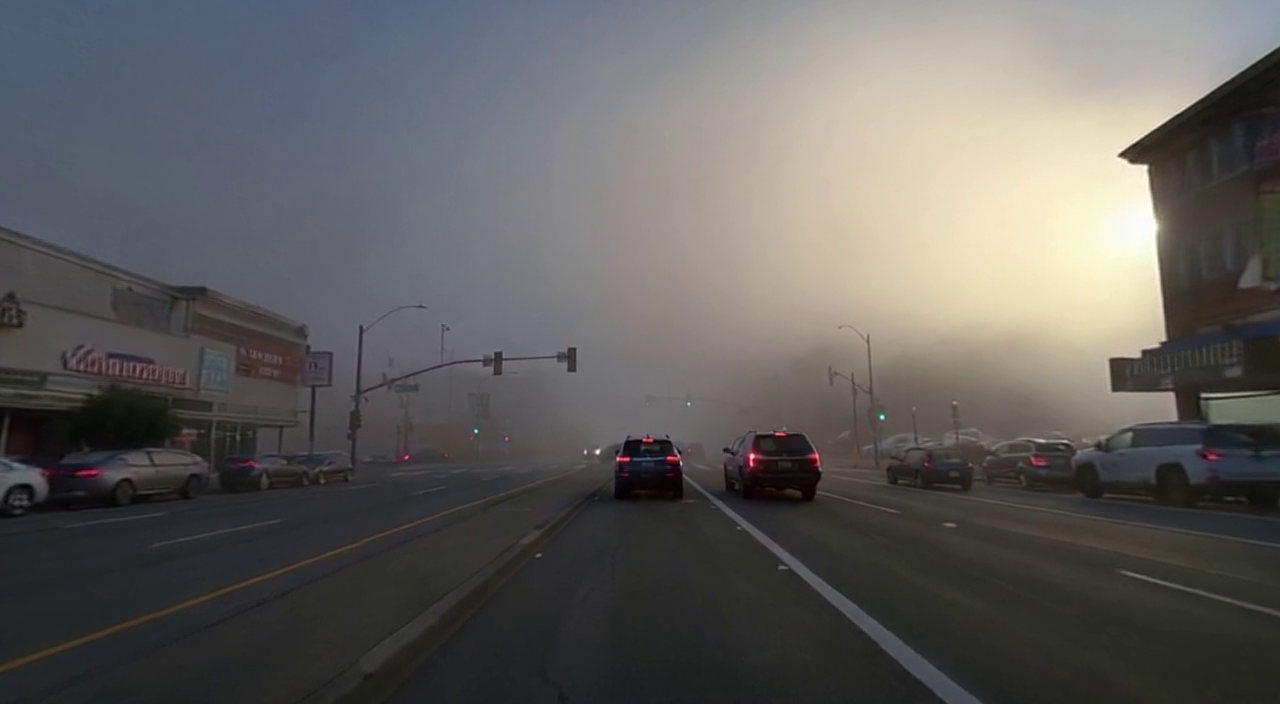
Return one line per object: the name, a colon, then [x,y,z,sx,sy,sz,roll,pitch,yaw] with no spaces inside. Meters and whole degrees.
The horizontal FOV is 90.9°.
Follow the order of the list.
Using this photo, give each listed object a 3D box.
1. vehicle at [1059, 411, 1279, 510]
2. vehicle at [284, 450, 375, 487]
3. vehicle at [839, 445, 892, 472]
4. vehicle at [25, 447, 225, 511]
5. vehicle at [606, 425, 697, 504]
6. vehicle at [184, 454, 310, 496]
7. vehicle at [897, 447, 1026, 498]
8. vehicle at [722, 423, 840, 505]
vehicle: [13.968,2.767,16.430,2.172,2.060,5.546,-3,-9,0]
vehicle: [-15.445,5.796,31.730,2.096,1.416,4.885,0,-6,0]
vehicle: [14.508,6.877,40.828,1.734,1.527,4.531,-3,-9,0]
vehicle: [-15.497,3.789,19.499,1.825,1.685,5.220,1,-8,-1]
vehicle: [0.250,3.024,17.424,2.157,1.863,4.665,0,-8,0]
vehicle: [-15.409,4.825,25.172,1.792,1.429,5.161,0,-9,-1]
vehicle: [10.382,3.879,20.813,1.863,1.426,4.494,0,-8,0]
vehicle: [3.715,3.053,17.711,2.115,1.932,5.189,0,-8,0]
